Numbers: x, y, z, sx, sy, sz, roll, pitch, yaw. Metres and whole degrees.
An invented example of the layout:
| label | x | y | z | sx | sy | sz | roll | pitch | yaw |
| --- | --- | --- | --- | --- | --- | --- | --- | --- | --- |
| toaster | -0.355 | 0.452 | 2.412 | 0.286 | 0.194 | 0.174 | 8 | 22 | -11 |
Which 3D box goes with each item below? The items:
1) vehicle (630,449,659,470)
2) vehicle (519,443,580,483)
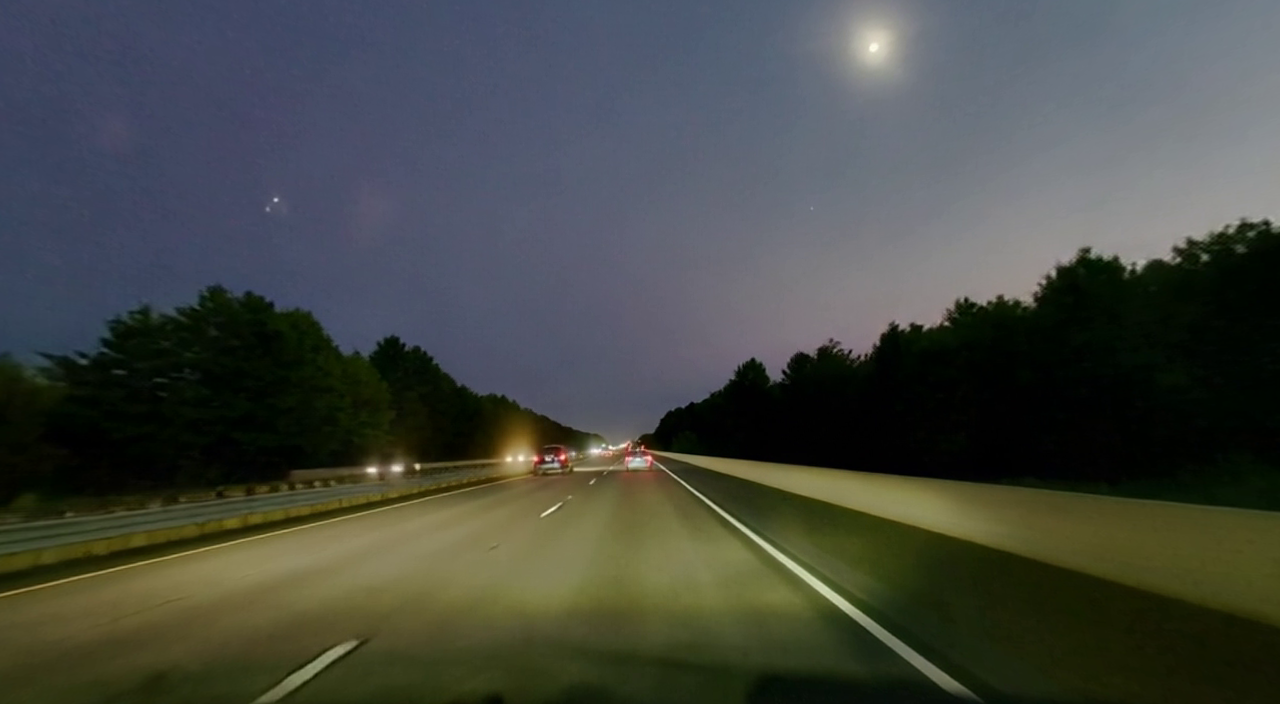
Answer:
| label | x | y | z | sx | sy | sz | roll | pitch | yaw |
| --- | --- | --- | --- | --- | --- | --- | --- | --- | --- |
| vehicle | 0.282 | 7.831 | 46.130 | 2.046 | 1.452 | 4.407 | 0 | -9 | 0 |
| vehicle | -4.014 | 5.011 | 28.726 | 2.100 | 1.667 | 4.223 | 0 | -9 | 1 |
